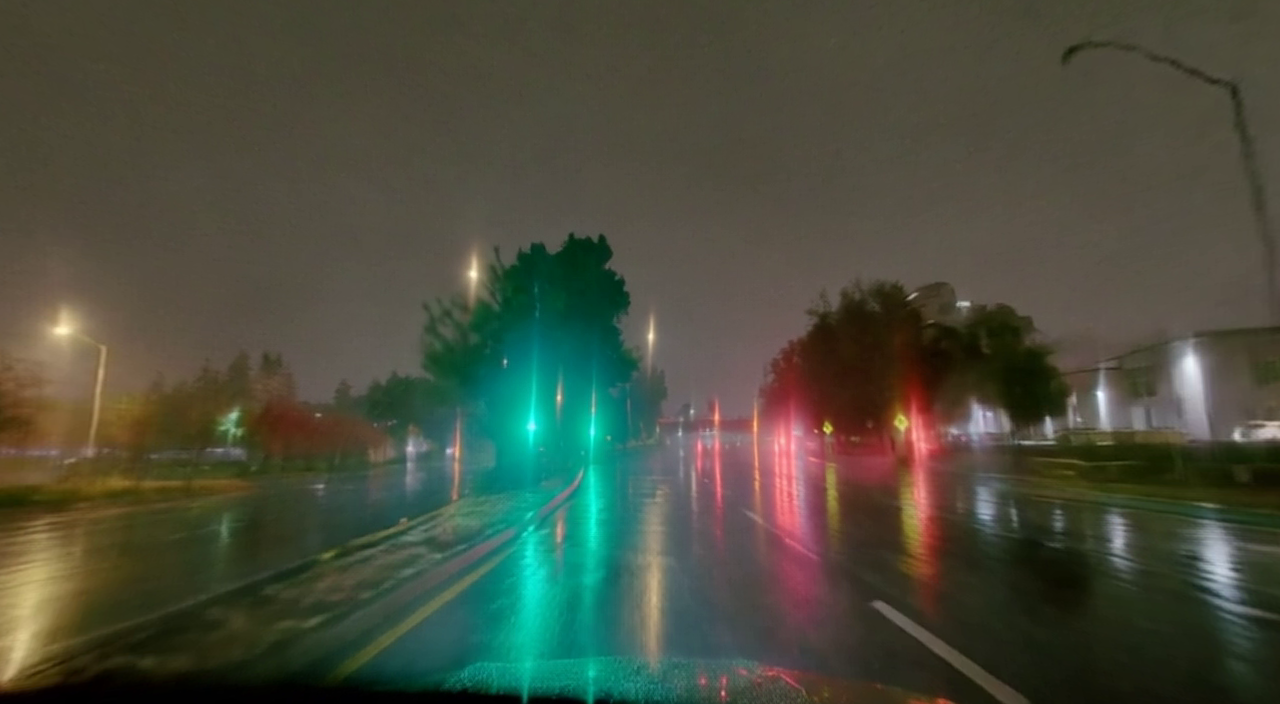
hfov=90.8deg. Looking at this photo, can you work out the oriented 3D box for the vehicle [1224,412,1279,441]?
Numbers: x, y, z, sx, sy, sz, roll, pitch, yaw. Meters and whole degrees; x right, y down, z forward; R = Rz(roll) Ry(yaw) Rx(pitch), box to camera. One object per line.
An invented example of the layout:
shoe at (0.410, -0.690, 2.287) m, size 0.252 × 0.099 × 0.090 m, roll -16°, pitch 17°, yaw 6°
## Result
vehicle at (32.209, 3.804, 32.446) m, size 3.328 × 1.385 × 1.570 m, roll 1°, pitch -9°, yaw -15°
